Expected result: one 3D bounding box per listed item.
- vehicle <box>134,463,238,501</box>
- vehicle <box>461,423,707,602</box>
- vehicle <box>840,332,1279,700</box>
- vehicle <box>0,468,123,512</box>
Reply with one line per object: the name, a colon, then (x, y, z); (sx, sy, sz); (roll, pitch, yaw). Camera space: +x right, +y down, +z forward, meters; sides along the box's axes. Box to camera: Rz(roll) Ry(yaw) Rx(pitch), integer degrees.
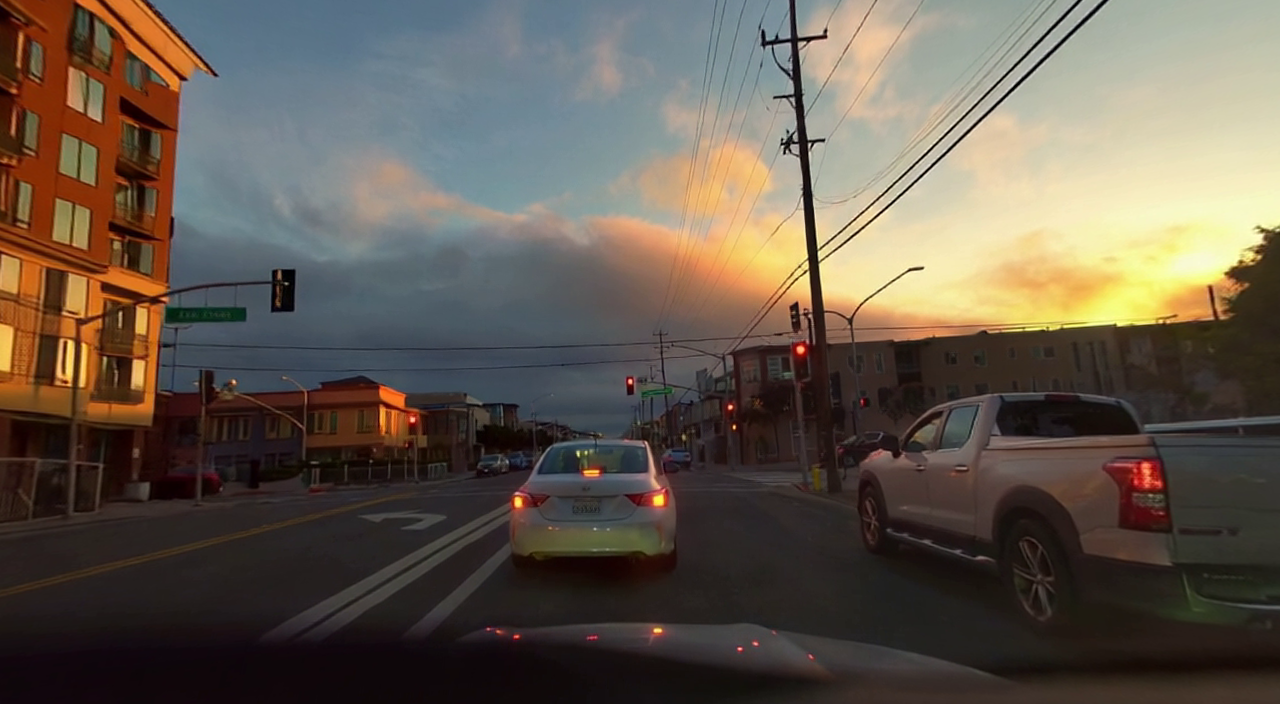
vehicle: (-25.341, 7.266, 35.381); (4.337, 1.739, 1.981); (-5, -11, 1)
vehicle: (-0.472, 1.633, 7.339); (2.019, 1.453, 4.129); (0, -8, 0)
vehicle: (3.836, 1.216, 5.909); (2.248, 1.945, 5.011); (0, -8, 0)
vehicle: (-24.764, 5.859, 26.937); (3.891, 1.538, 1.698); (-4, -11, 0)
